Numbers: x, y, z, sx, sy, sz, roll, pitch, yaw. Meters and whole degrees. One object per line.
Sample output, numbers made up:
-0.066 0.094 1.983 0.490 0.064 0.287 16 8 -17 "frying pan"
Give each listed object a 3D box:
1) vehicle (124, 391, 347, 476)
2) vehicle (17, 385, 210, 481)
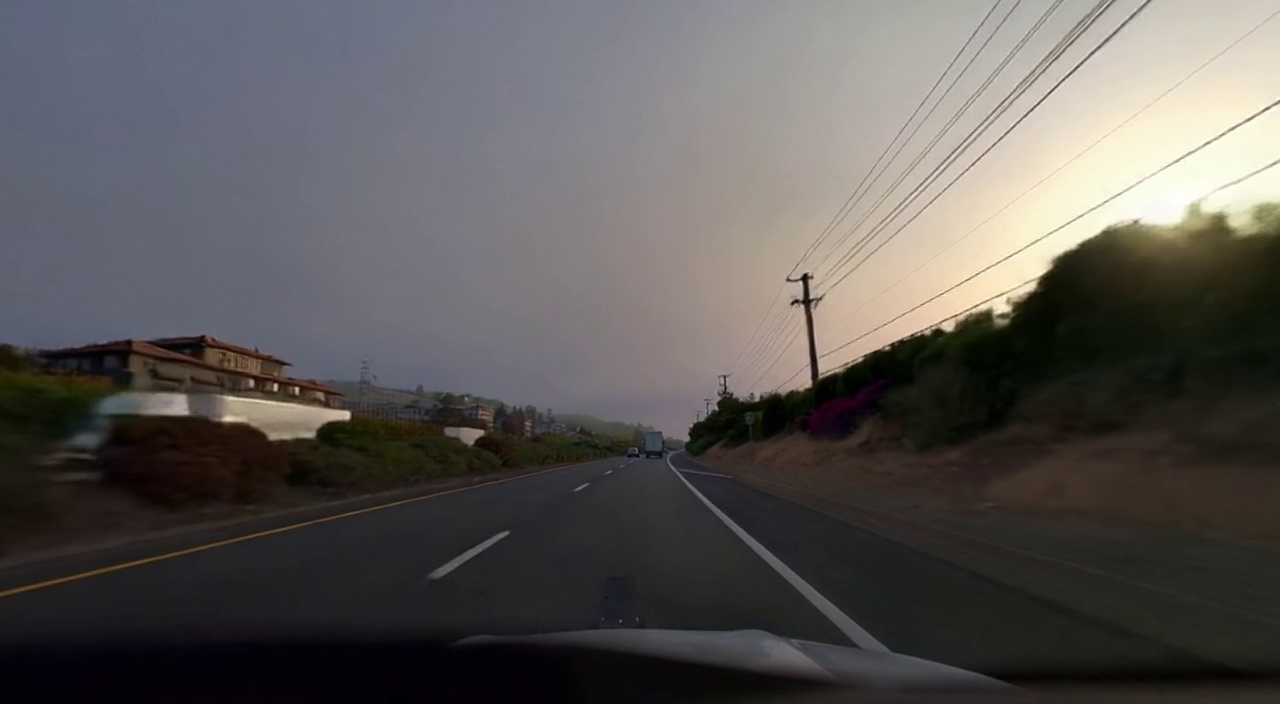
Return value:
-23.846 5.266 39.340 2.946 4.200 16.128 -1 -9 1 "vehicle"
-24.076 3.866 29.435 2.983 3.913 6.652 -1 -9 1 "vehicle"
